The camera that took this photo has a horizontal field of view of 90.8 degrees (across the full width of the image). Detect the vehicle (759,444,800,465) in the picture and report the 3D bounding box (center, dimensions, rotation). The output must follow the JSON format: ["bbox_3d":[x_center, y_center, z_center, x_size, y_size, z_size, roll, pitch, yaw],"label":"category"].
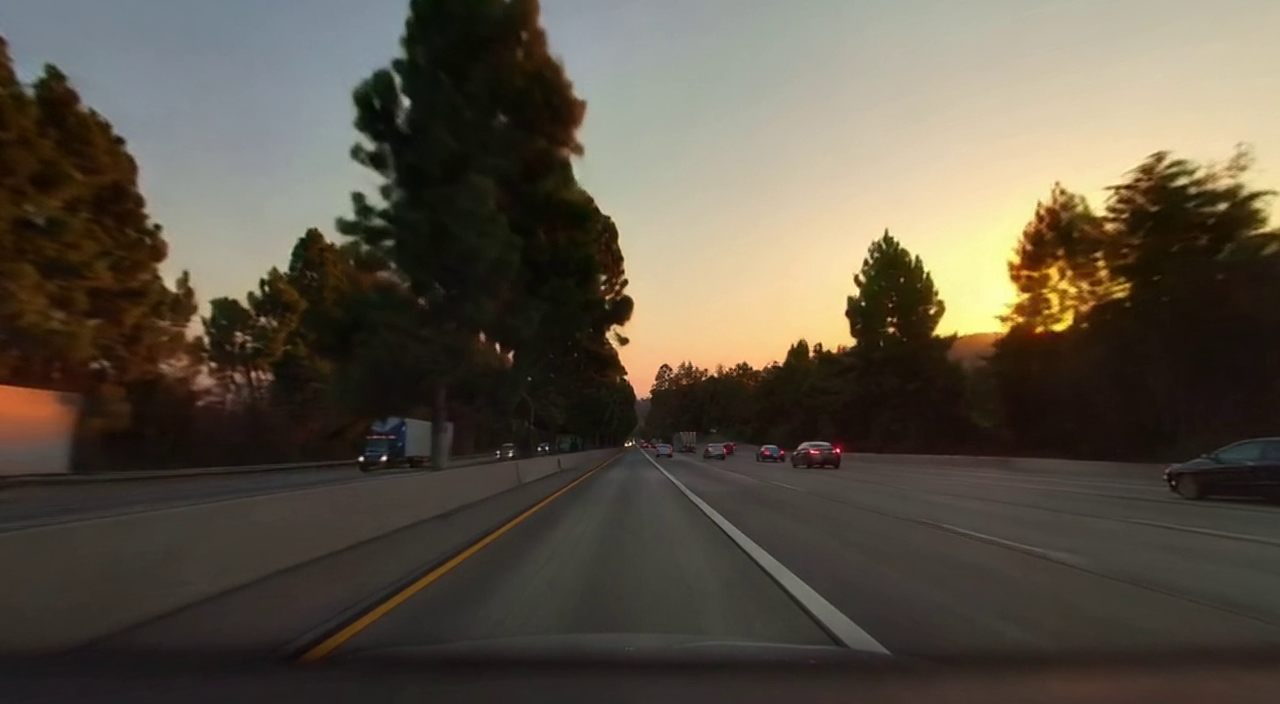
[{"bbox_3d":[10.093,7.423,45.985,1.931,1.479,4.183,0,-9,-2],"label":"vehicle"}]

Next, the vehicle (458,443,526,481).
[{"bbox_3d":[-8.283,6.192,35.926,2.444,1.910,5.566,0,-8,1],"label":"vehicle"}]

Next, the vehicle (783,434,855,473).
[{"bbox_3d":[8.933,5.117,31.964,2.098,1.820,4.505,0,-9,-3],"label":"vehicle"}]

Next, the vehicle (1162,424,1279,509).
[{"bbox_3d":[13.943,2.402,13.355,1.957,1.709,4.387,0,-9,-1],"label":"vehicle"}]
